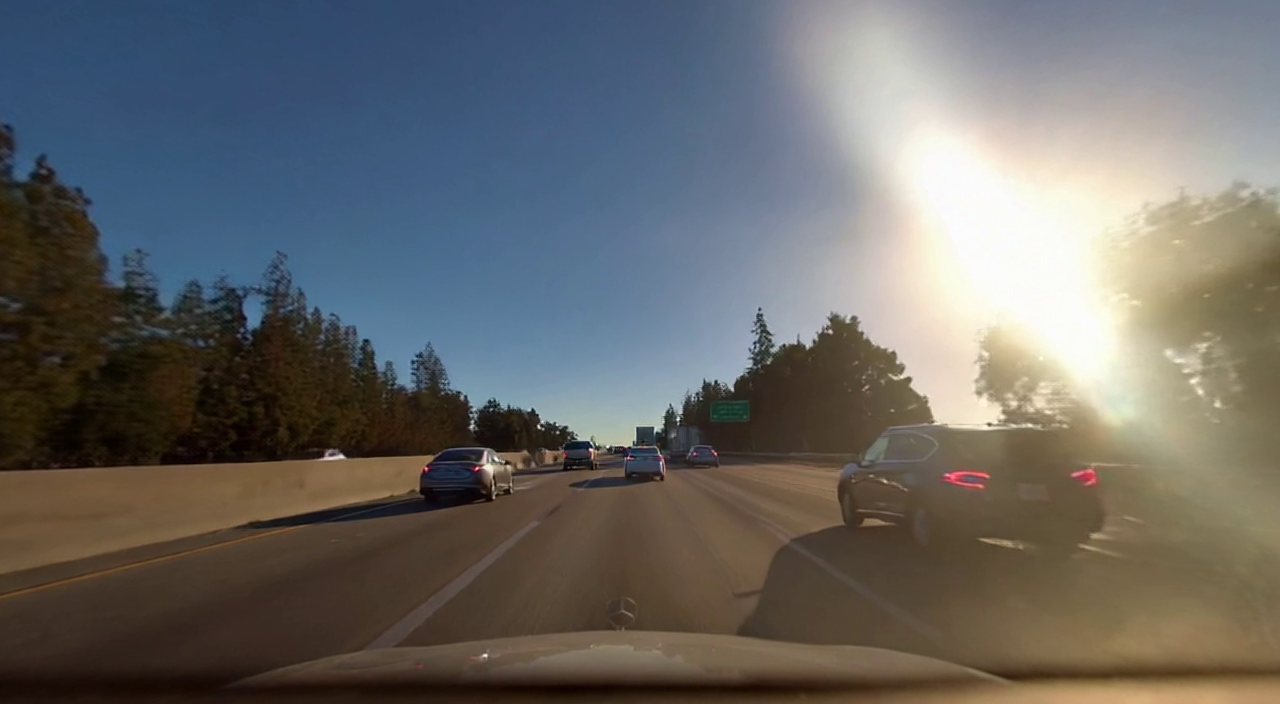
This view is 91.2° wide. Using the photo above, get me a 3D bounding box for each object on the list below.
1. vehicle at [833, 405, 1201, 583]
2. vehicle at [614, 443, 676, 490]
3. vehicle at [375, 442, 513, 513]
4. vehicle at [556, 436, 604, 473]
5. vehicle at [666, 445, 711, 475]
[{"bbox_3d":[4.176,1.649,7.995,2.018,1.639,4.149,0,-9,-1],"label":"vehicle"},{"bbox_3d":[0.162,4.083,22.662,2.015,1.526,4.286,0,-9,0],"label":"vehicle"},{"bbox_3d":[-4.610,3.020,15.535,1.967,1.473,4.439,0,-9,0],"label":"vehicle"},{"bbox_3d":[-3.381,5.925,36.318,2.230,1.973,4.403,-1,-9,2],"label":"vehicle"},{"bbox_3d":[2.553,5.857,34.211,1.959,1.503,4.064,0,-9,-2],"label":"vehicle"}]
